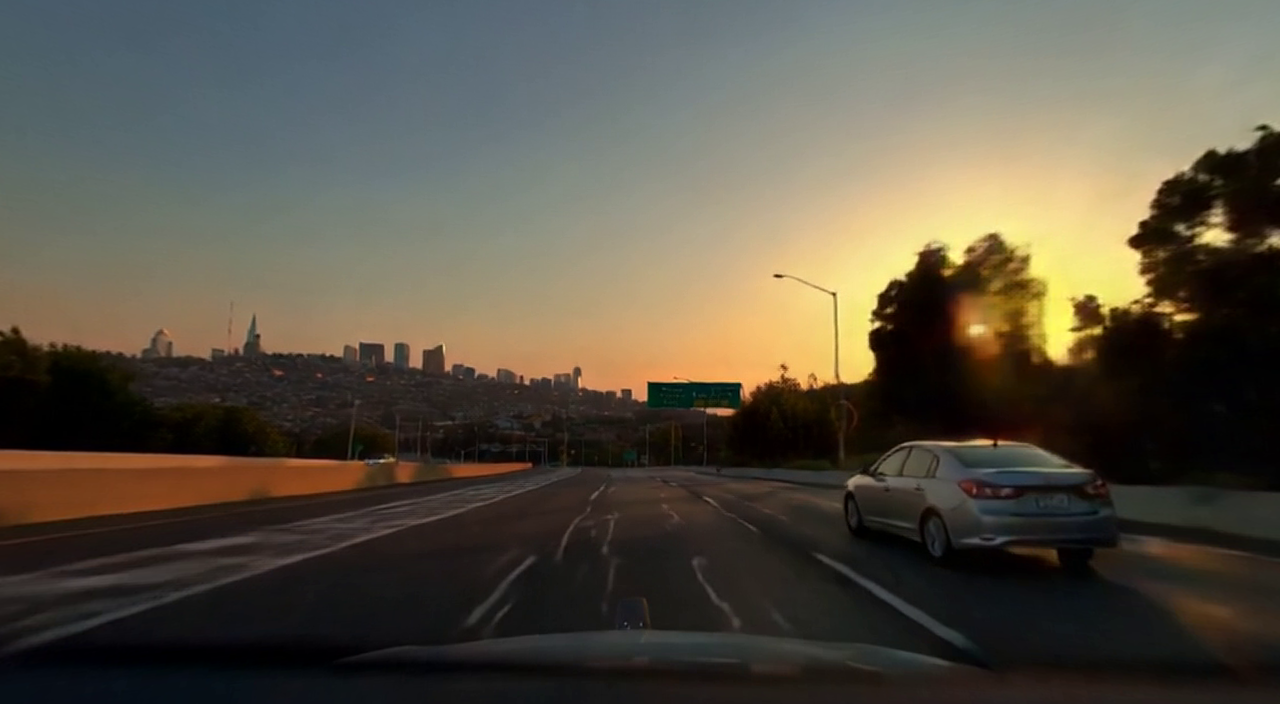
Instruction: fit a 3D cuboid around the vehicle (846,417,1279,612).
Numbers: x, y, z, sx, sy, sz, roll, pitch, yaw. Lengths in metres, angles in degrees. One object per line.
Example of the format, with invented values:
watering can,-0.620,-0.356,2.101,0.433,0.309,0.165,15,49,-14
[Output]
vehicle,4.314,1.692,7.552,2.104,1.575,4.698,0,-9,0
